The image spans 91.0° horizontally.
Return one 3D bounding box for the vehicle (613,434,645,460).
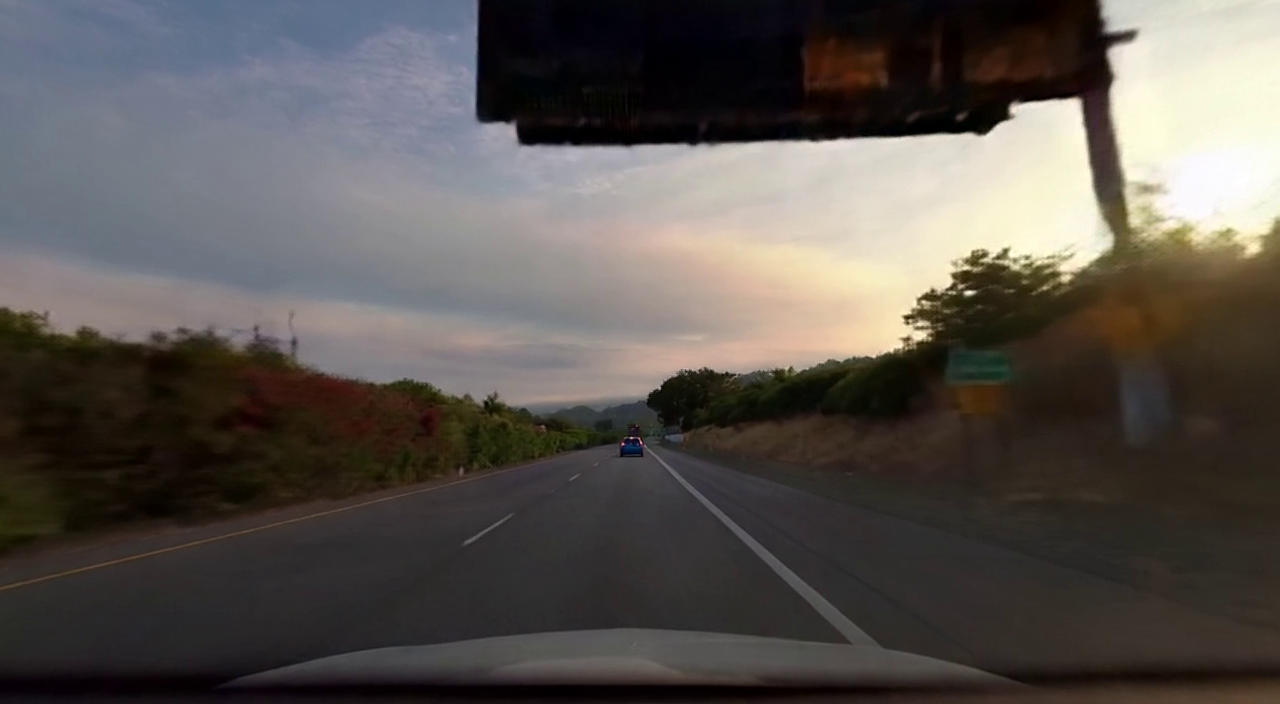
[{"bbox_3d":[-0.761,6.678,44.477,2.180,1.717,4.139,0,-8,-1],"label":"vehicle"}]
